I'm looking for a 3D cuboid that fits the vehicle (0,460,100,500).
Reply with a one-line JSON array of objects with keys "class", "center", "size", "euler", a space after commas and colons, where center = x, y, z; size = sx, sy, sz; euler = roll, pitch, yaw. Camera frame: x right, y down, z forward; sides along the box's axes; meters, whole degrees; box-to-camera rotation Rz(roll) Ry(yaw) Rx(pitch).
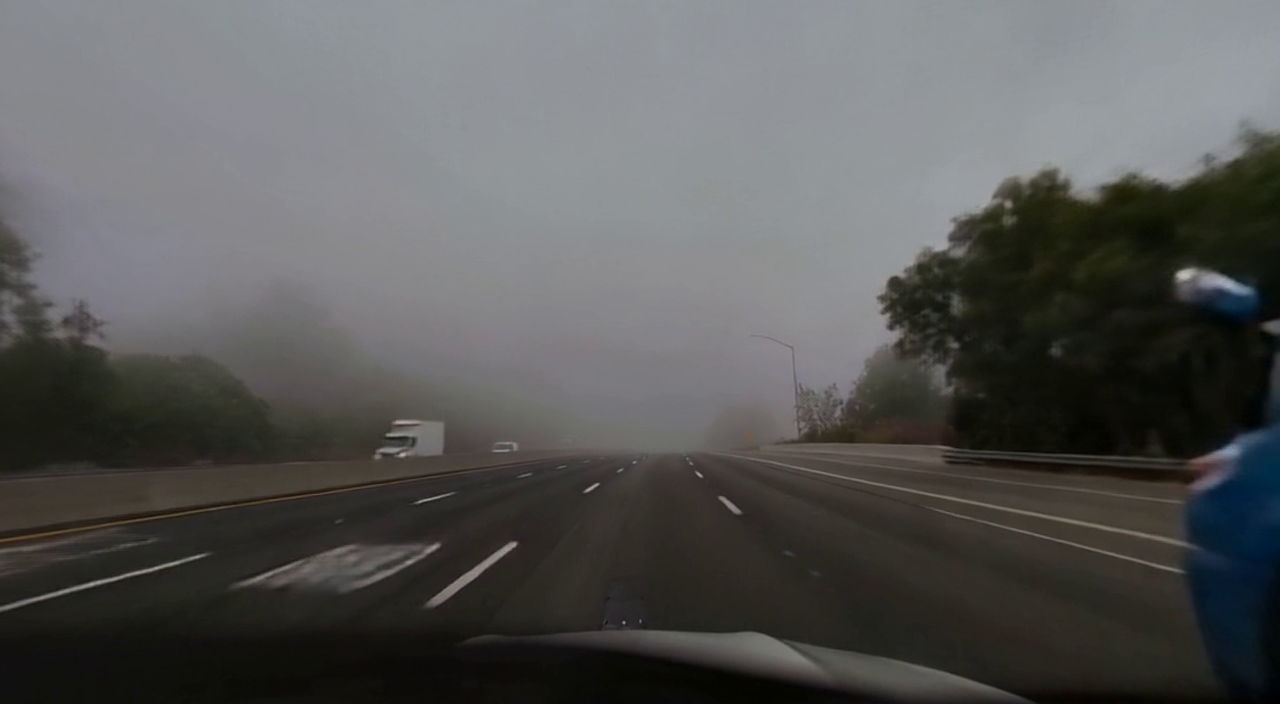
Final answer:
[{"class": "vehicle", "center": [-25.457, 5.288, 26.356], "size": [1.777, 1.428, 4.404], "euler": [0, -8, 2]}]
